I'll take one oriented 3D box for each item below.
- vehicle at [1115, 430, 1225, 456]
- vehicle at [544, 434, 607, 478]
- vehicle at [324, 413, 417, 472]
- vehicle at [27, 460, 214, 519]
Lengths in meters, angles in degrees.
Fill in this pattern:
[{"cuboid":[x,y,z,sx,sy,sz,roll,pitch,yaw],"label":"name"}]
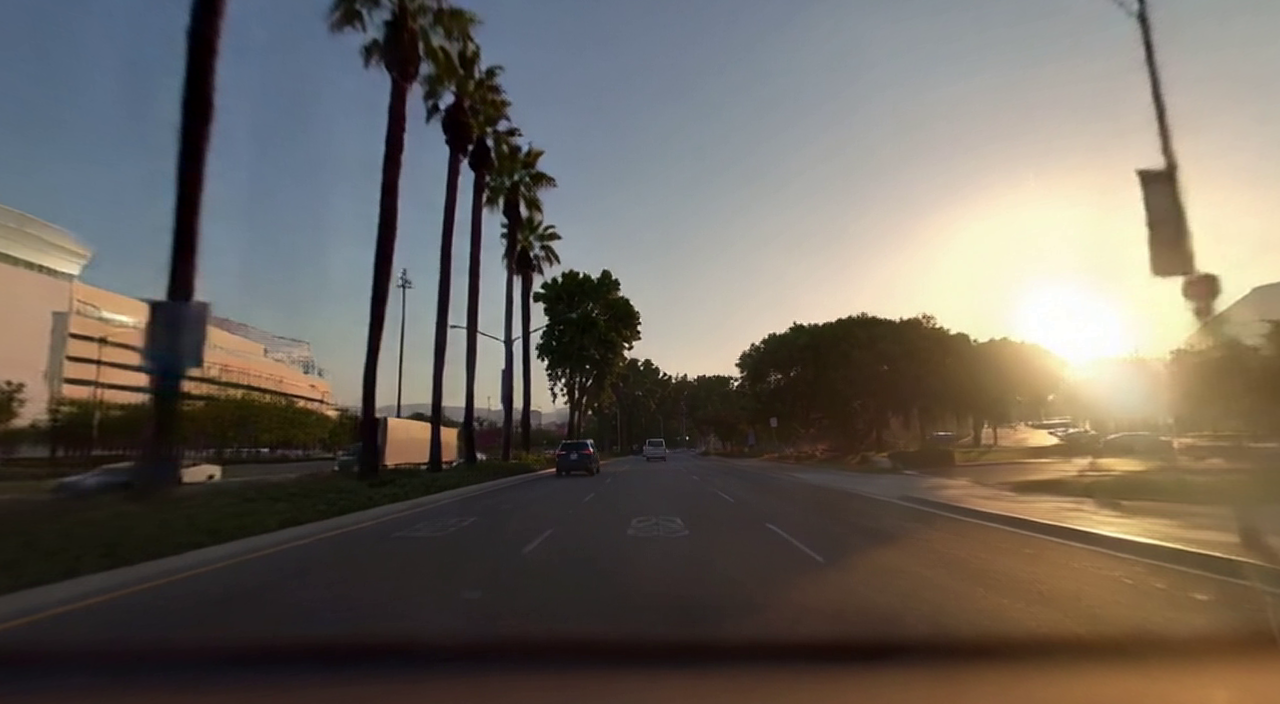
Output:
[{"cuboid":[32.375,5.577,38.518,4.637,1.545,1.925,-3,-9,19],"label":"vehicle"},{"cuboid":[-2.895,4.790,29.206,2.188,1.819,4.667,-1,-8,3],"label":"vehicle"},{"cuboid":[-19.908,6.895,46.949,3.298,4.031,7.060,0,-10,3],"label":"vehicle"},{"cuboid":[-16.346,4.309,20.149,2.255,1.551,4.298,0,-8,1],"label":"vehicle"}]
